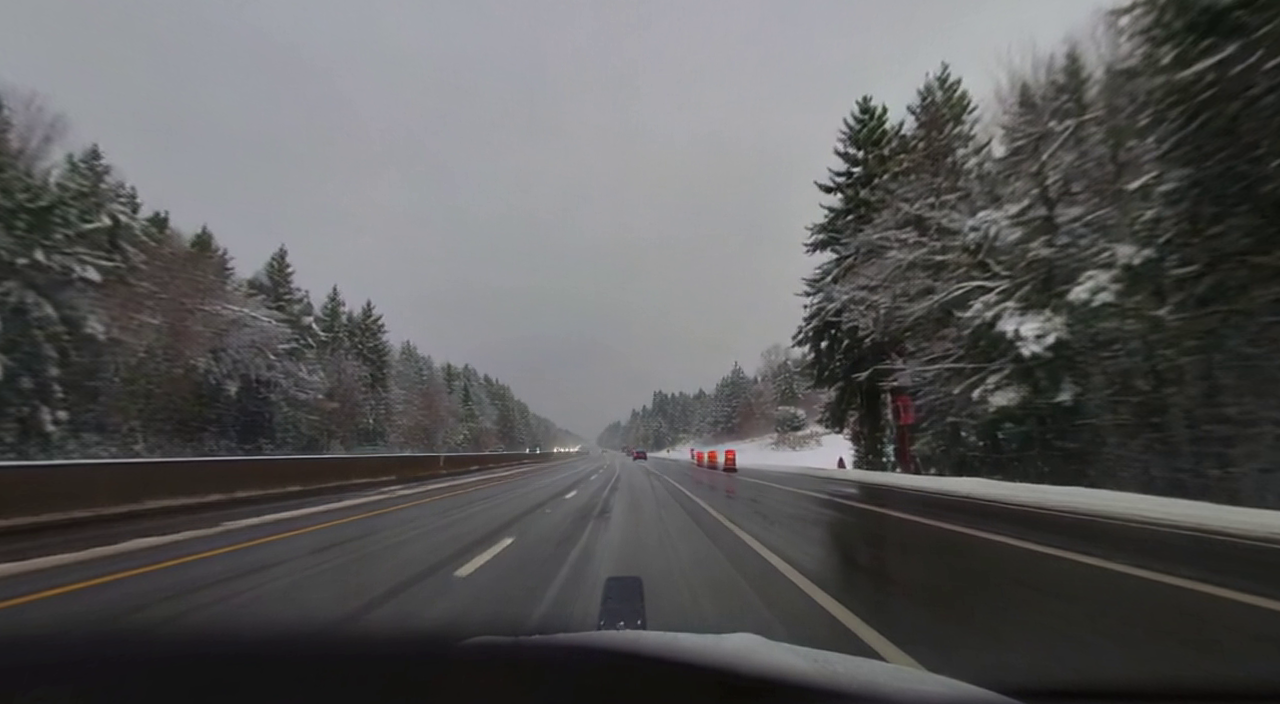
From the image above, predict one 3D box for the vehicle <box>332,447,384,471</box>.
[{"bbox_3d":[-18.276,6.912,40.935,1.730,1.462,3.573,0,-9,-1],"label":"vehicle"}]
